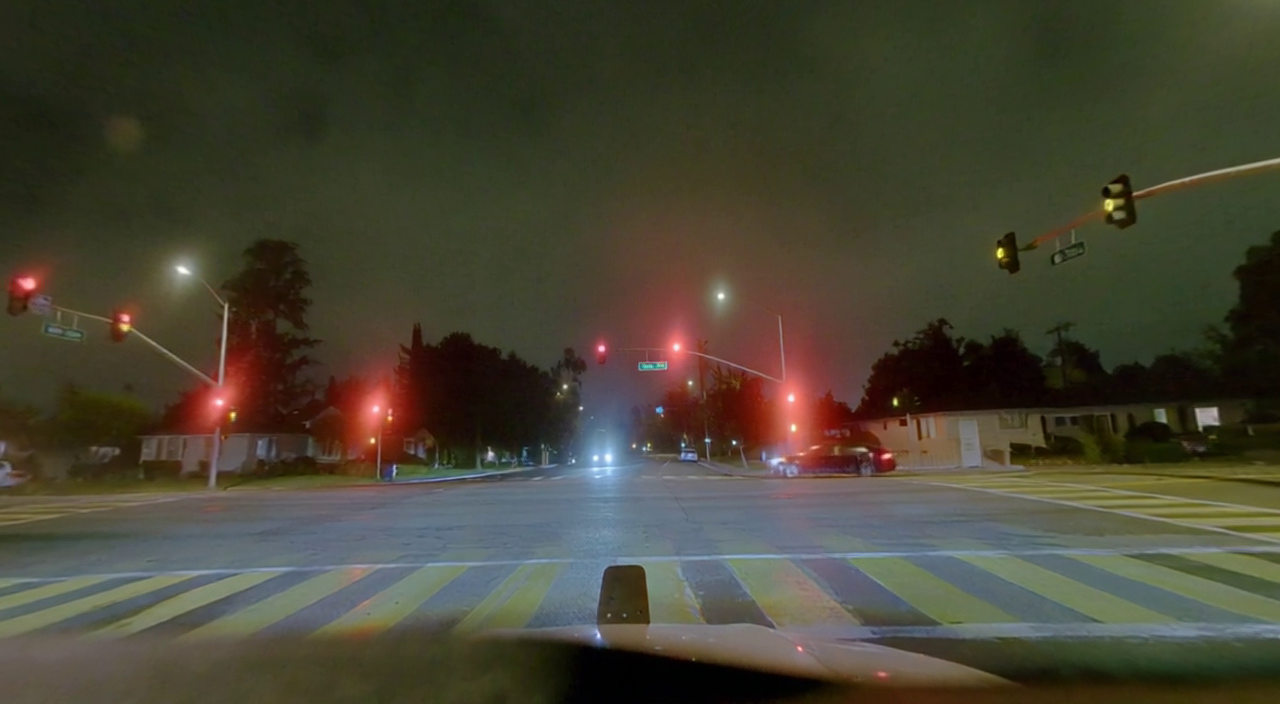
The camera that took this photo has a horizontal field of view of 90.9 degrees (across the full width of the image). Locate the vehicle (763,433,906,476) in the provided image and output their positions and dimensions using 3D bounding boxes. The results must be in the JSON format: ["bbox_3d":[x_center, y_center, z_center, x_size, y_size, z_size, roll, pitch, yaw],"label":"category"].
[{"bbox_3d":[6.917,3.691,22.763,4.562,1.460,1.822,0,-8,-1],"label":"vehicle"}]
